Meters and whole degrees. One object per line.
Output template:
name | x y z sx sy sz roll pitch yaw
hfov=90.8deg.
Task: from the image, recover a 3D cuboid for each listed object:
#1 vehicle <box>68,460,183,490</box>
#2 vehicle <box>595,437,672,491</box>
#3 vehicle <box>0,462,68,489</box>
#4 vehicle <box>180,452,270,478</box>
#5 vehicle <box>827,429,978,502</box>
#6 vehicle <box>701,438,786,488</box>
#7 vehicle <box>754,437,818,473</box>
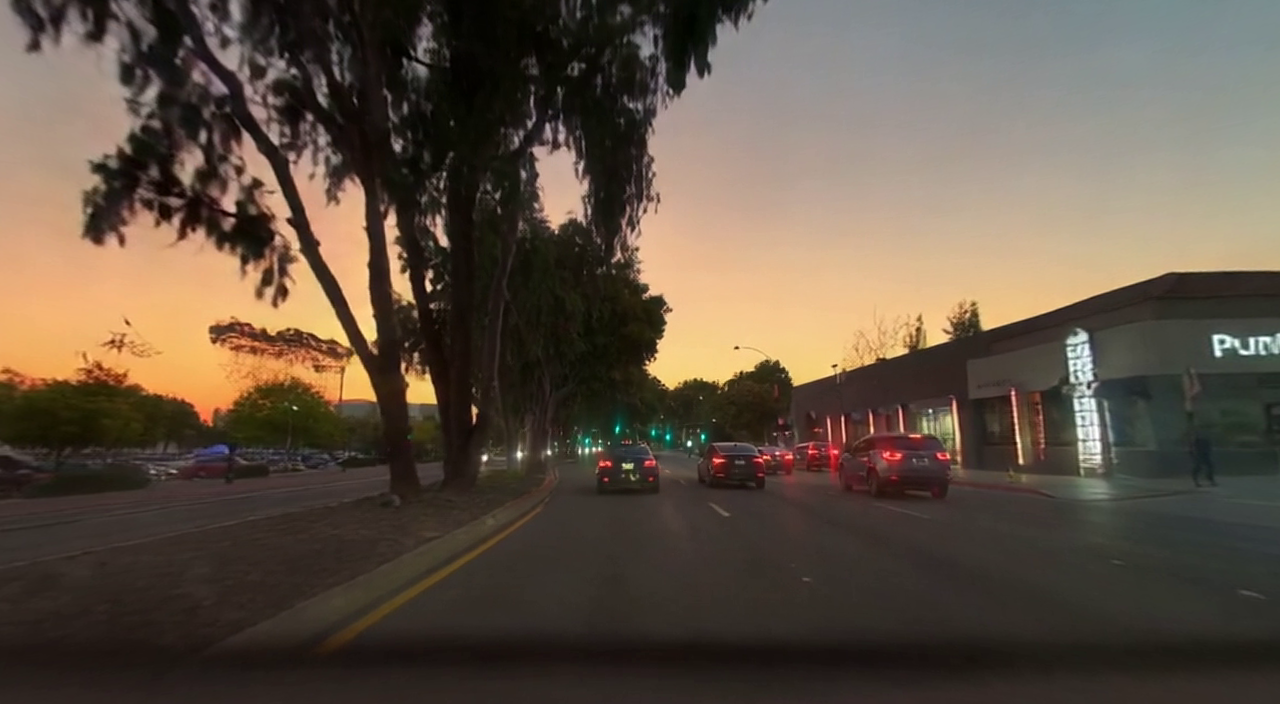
vehicle | -28.176 6.714 34.681 4.693 1.499 1.838 0 -8 0
vehicle | -0.273 3.377 19.460 2.101 1.444 4.248 0 -8 -2
vehicle | -41.076 8.145 41.897 1.864 1.585 4.629 0 -8 -1
vehicle | -28.042 7.634 42.799 4.640 1.640 2.026 -1 -8 1
vehicle | 7.006 3.071 17.569 2.052 1.708 4.842 0 -8 -1
vehicle | 3.326 3.667 21.182 1.993 1.477 4.240 0 -8 -2
vehicle | 7.226 5.159 31.772 2.025 1.666 4.448 0 -8 -2
